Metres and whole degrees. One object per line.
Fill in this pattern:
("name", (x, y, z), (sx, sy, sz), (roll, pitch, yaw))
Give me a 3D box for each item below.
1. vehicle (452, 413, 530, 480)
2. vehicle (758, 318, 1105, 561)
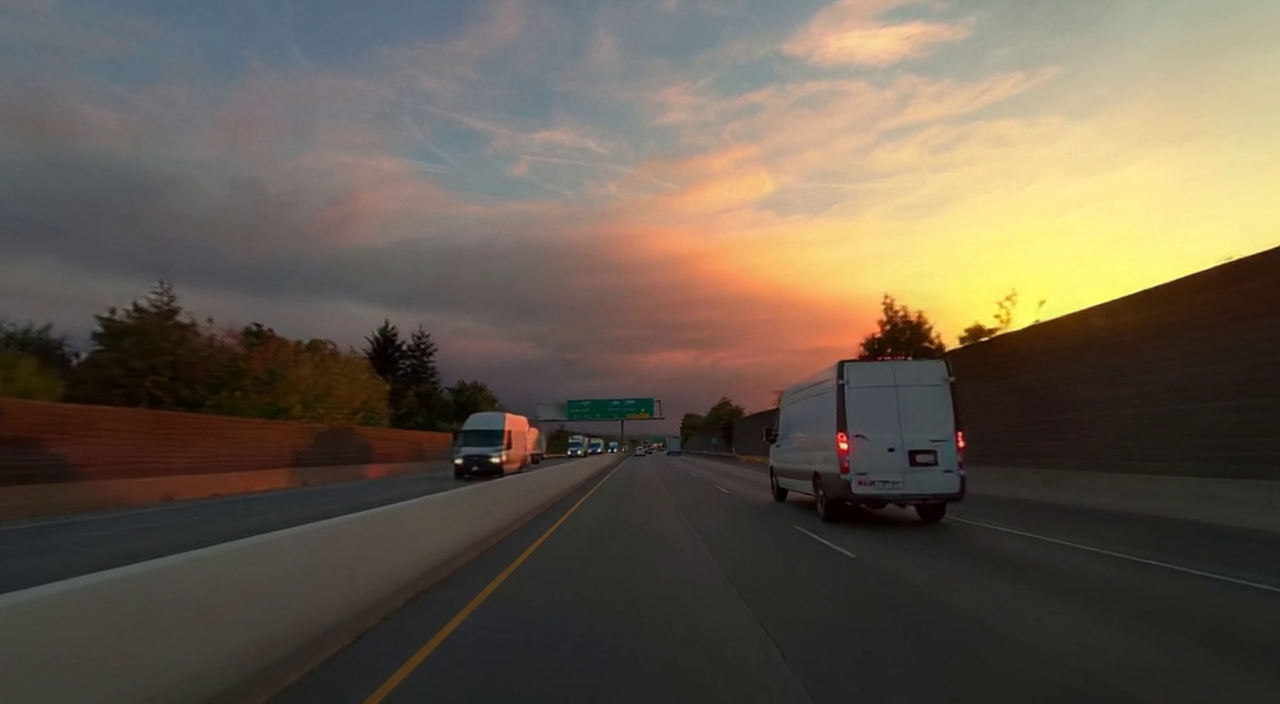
("vehicle", (-8.593, 5.605, 37.277), (2.965, 3.546, 7.119), (-1, -9, -1))
("vehicle", (3.994, 1.497, 10.704), (2.449, 2.805, 6.763), (0, -9, -2))
